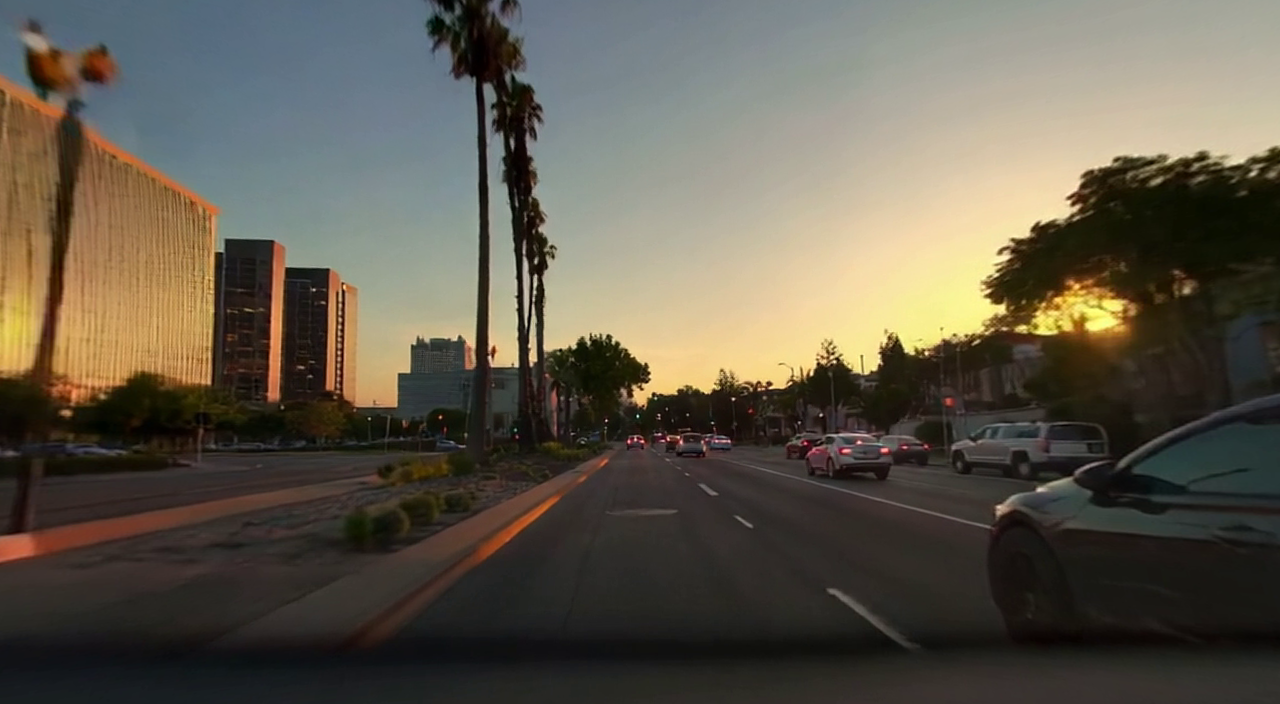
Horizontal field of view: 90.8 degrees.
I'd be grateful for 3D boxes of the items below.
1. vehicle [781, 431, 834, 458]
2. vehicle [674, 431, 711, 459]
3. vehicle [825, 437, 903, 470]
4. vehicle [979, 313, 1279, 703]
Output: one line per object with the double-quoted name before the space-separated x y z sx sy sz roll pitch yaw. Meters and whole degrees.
"vehicle" 12.702 7.127 48.277 2.157 1.937 5.386 0 -9 -5
"vehicle" 3.779 6.822 46.303 2.104 1.910 4.693 0 -9 -2
"vehicle" 10.654 4.889 30.431 1.871 1.465 4.395 0 -9 -4
"vehicle" 3.552 0.689 2.009 2.219 1.795 4.718 0 -9 -1
